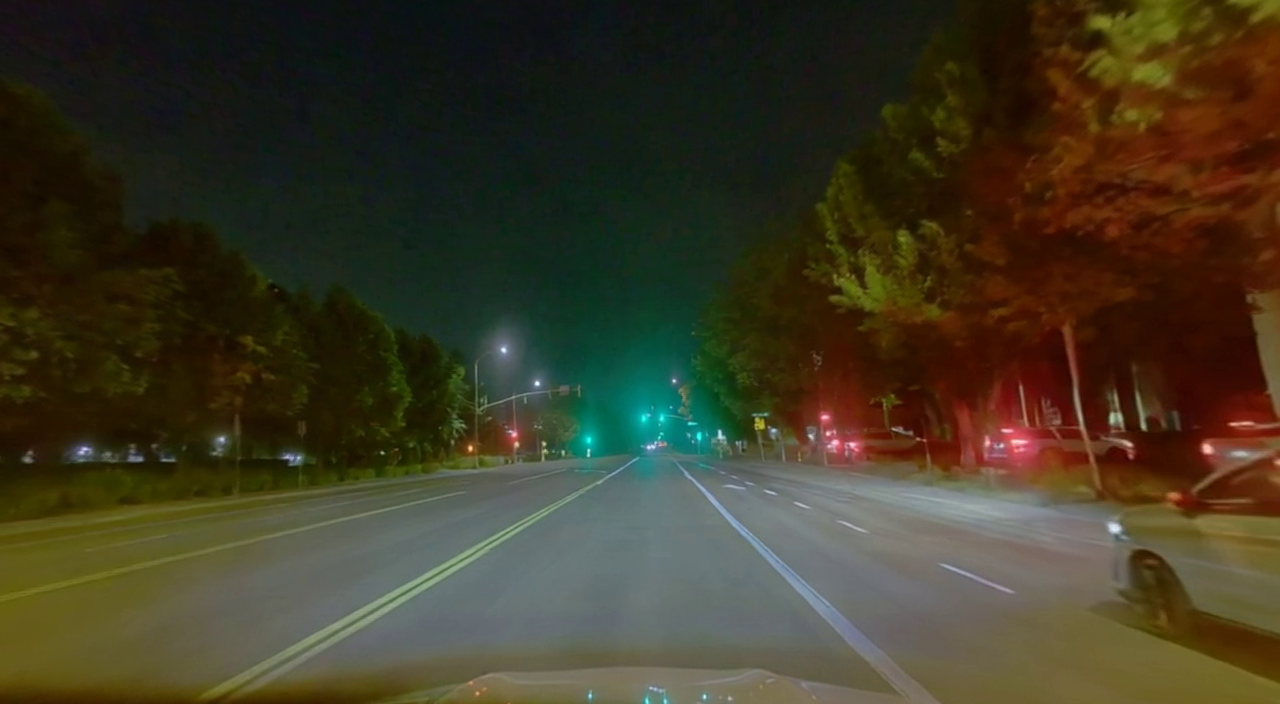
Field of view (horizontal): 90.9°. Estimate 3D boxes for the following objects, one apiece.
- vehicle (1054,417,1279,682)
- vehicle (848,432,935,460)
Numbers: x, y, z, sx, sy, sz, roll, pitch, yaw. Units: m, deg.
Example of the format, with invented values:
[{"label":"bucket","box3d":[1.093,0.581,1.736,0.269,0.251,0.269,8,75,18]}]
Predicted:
[{"label":"vehicle","box3d":[4.532,1.025,3.024,2.006,1.448,4.671,0,-8,2]},{"label":"vehicle","box3d":[14.334,5.368,36.129,4.167,1.476,1.871,-1,-8,1]}]
